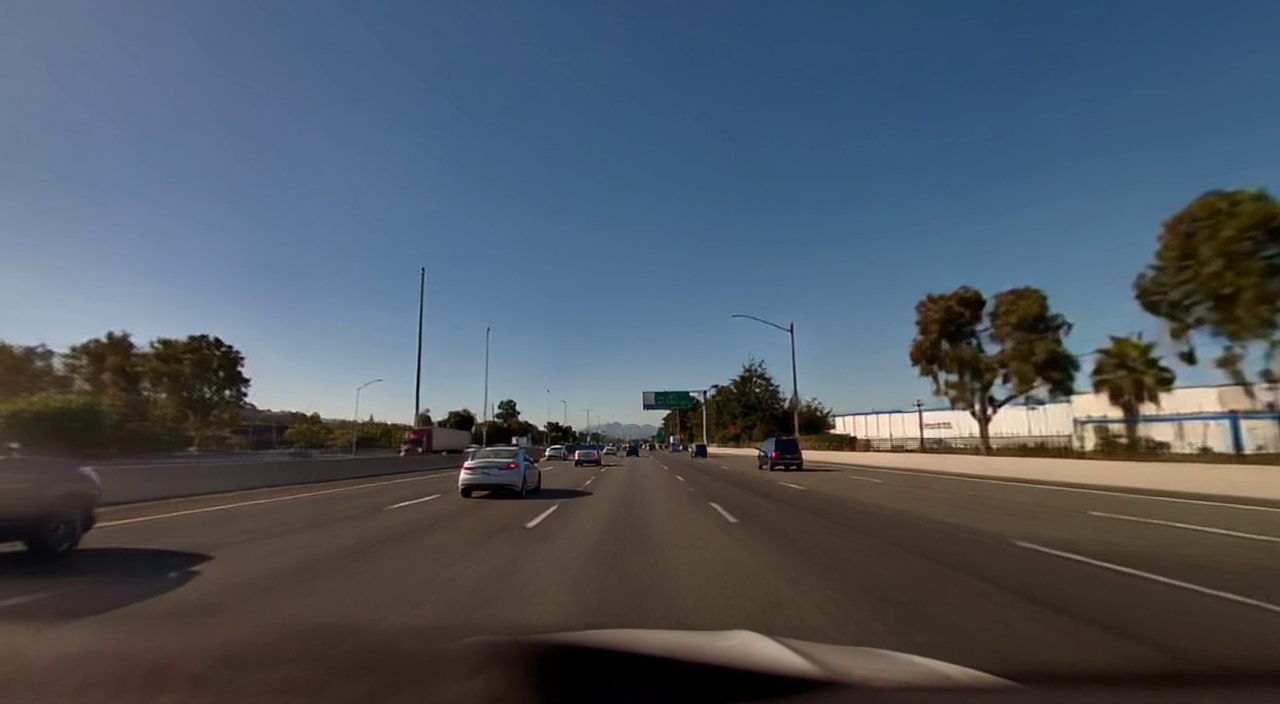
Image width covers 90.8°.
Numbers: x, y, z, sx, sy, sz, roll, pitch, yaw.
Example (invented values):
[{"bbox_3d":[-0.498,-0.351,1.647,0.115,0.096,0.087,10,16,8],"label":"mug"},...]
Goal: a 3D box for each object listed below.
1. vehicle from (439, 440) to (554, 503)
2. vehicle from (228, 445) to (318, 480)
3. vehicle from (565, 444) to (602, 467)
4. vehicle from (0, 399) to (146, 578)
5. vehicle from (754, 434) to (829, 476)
[{"bbox_3d":[-3.693,3.174,17.212,2.047,1.469,4.614,0,-9,0],"label":"vehicle"},{"bbox_3d":[-20.580,6.196,35.766,2.036,1.785,5.061,0,-9,0],"label":"vehicle"},{"bbox_3d":[-3.770,6.991,42.817,2.078,1.464,4.093,0,-9,0],"label":"vehicle"},{"bbox_3d":[-7.595,1.266,5.647,2.310,1.787,4.955,0,-9,0],"label":"vehicle"},{"bbox_3d":[6.822,4.713,29.081,2.147,1.769,4.666,0,-9,-2],"label":"vehicle"}]
